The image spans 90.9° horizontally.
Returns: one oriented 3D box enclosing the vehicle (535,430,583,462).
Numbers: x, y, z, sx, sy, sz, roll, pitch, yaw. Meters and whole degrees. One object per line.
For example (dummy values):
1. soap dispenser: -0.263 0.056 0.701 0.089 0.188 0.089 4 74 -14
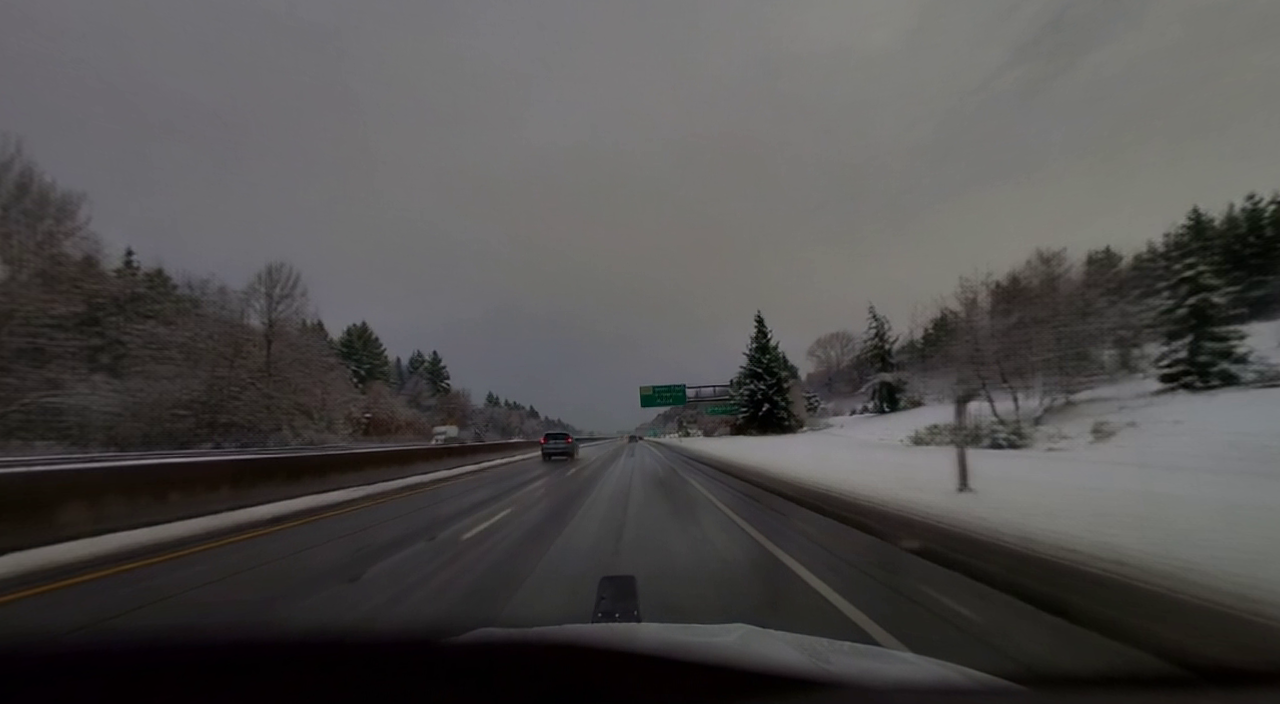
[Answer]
1. vehicle: -4.418 5.200 35.046 2.129 1.641 4.263 0 -7 0
